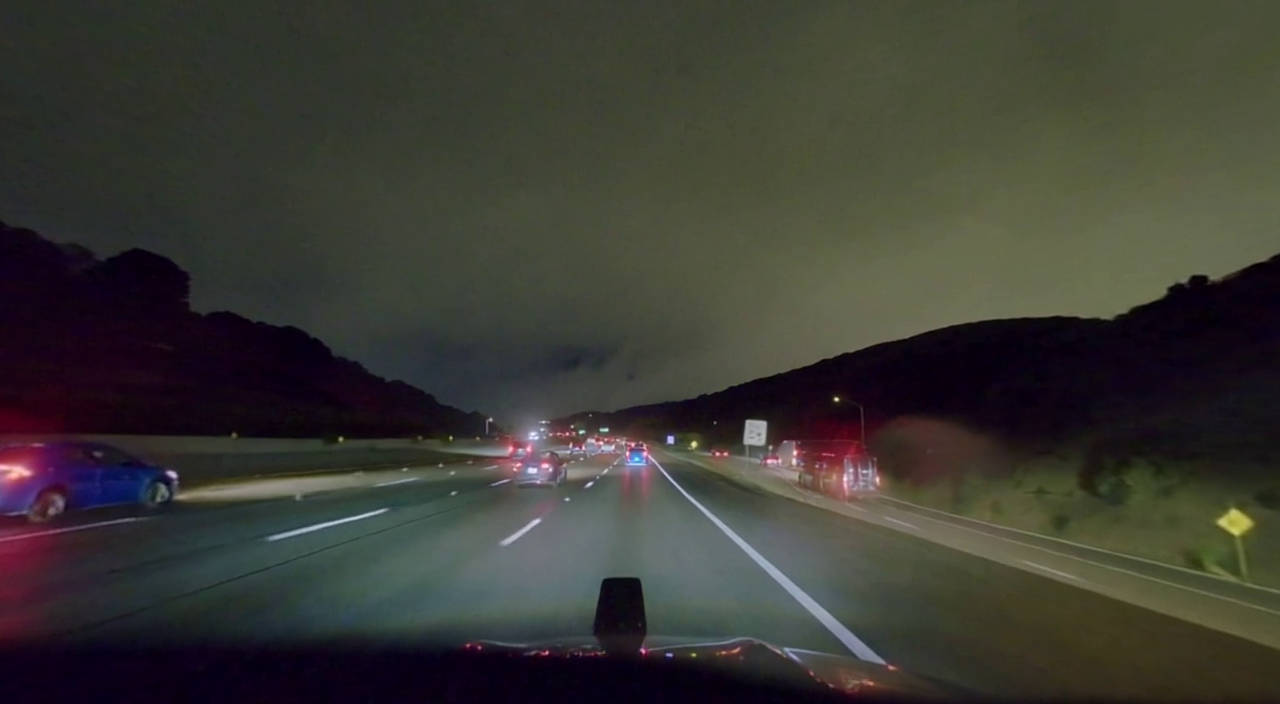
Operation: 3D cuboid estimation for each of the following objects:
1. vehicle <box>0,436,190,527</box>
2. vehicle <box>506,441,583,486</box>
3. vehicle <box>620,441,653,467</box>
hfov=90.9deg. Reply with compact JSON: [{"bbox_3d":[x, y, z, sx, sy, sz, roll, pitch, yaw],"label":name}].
[{"bbox_3d":[-11.410,2.373,12.043,1.945,1.466,4.947,0,-8,1],"label":"vehicle"},{"bbox_3d":[-3.432,4.119,23.732,2.080,1.505,4.649,0,-8,1],"label":"vehicle"},{"bbox_3d":[-0.252,7.025,43.526,2.138,1.674,4.044,0,-8,-1],"label":"vehicle"}]
